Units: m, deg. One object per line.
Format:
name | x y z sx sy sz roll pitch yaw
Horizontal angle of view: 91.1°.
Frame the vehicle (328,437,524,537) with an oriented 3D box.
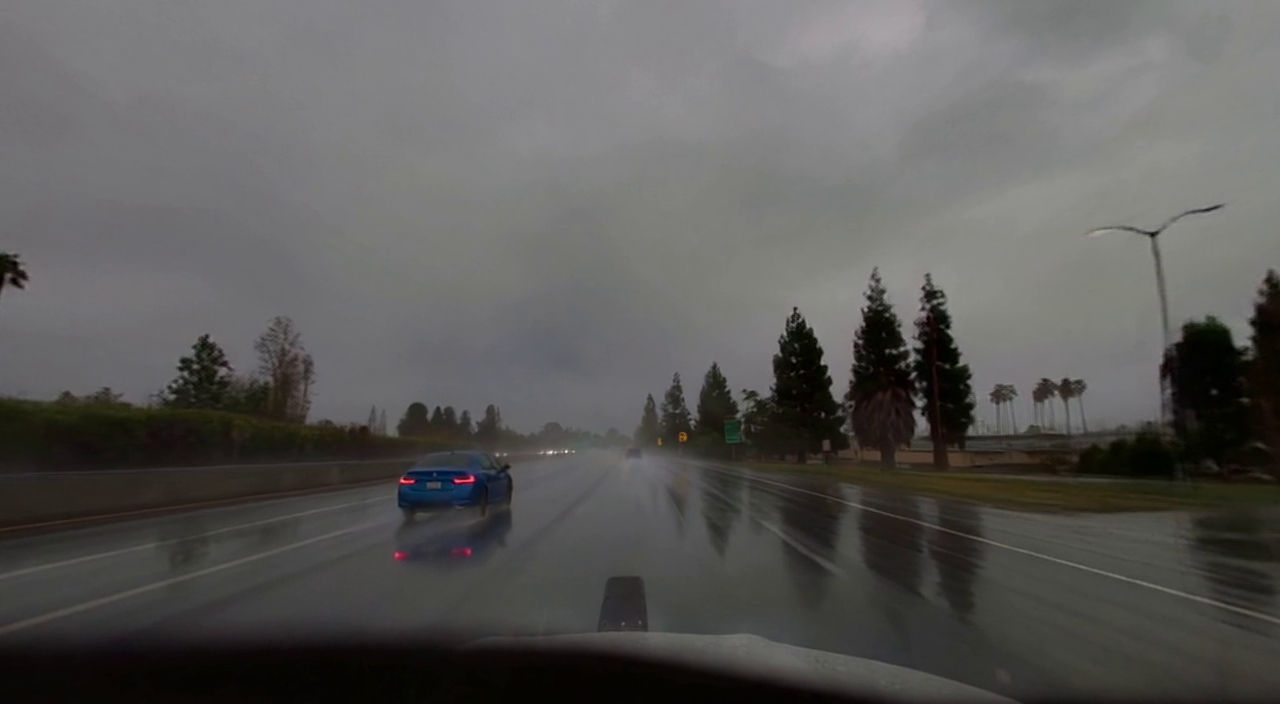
vehicle | -3.851 2.499 12.416 2.092 1.562 4.748 0 -8 2
